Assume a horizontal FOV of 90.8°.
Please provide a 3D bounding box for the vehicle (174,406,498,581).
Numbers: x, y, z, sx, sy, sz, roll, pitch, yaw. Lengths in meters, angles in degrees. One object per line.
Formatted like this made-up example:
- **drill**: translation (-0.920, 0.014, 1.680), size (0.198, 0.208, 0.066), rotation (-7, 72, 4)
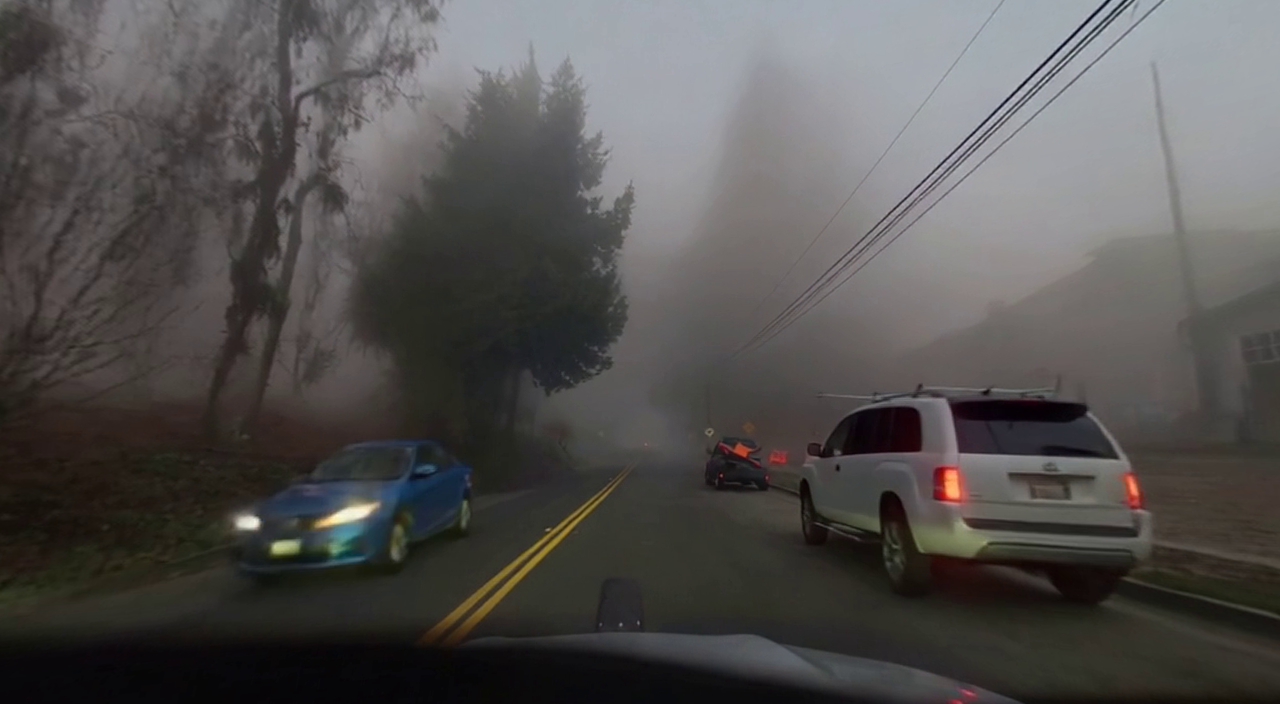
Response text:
- **vehicle**: translation (-3.510, 1.737, 8.491), size (2.078, 1.716, 4.367), rotation (-1, -9, 1)

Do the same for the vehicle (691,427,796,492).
- **vehicle**: translation (3.520, 3.877, 23.135), size (2.617, 2.020, 6.531), rotation (0, -9, -1)

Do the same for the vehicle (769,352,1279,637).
- **vehicle**: translation (3.567, 1.529, 7.877), size (2.759, 2.114, 6.152), rotation (-1, -9, 2)
